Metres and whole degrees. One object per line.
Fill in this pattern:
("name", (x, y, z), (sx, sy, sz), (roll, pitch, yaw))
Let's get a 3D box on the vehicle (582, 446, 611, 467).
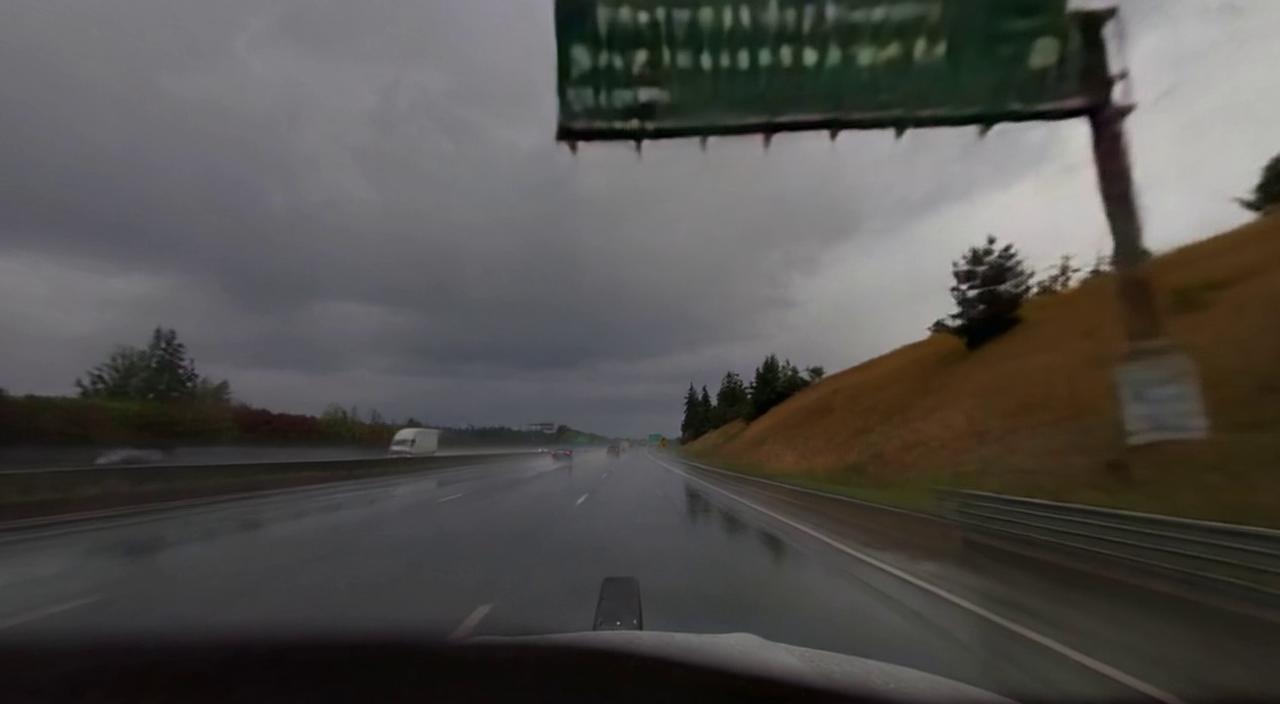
("vehicle", (-3.180, 7.776, 46.654), (1.895, 1.482, 3.852), (0, -9, -1))
